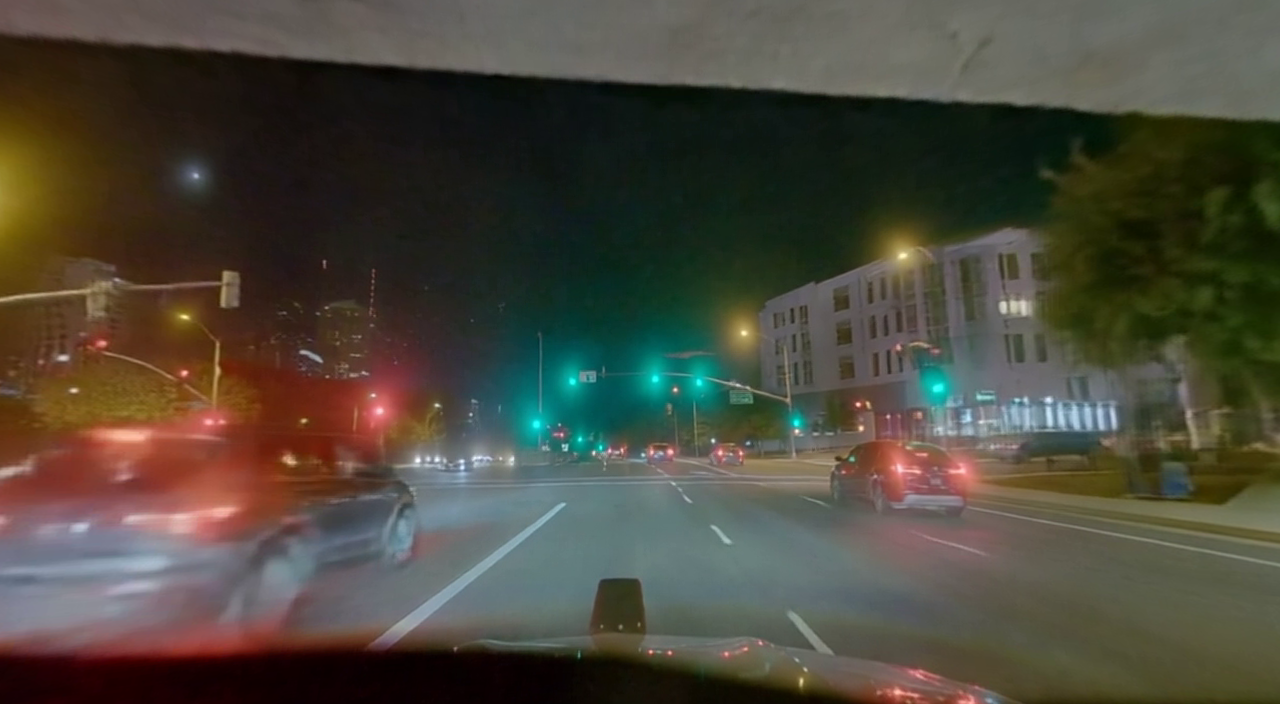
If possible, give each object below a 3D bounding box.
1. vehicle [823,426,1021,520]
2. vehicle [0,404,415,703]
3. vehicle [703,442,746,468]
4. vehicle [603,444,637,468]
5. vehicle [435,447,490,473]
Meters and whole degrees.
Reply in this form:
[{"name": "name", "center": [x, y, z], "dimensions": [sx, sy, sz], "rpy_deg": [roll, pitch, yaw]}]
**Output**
[{"name": "vehicle", "center": [5.613, 2.453, 13.305], "dimensions": [2.056, 1.624, 4.498], "rpy_deg": [0, -8, -1]}, {"name": "vehicle", "center": [-3.407, 1.261, 4.400], "dimensions": [1.836, 1.518, 4.727], "rpy_deg": [0, -8, 1]}, {"name": "vehicle", "center": [5.205, 6.376, 39.095], "dimensions": [1.924, 1.527, 4.268], "rpy_deg": [0, -8, -2]}, {"name": "vehicle", "center": [-1.269, 6.542, 39.754], "dimensions": [2.026, 1.453, 3.780], "rpy_deg": [0, -8, -2]}, {"name": "vehicle", "center": [-11.071, 6.754, 39.467], "dimensions": [1.986, 1.505, 4.693], "rpy_deg": [0, -8, 1]}]
